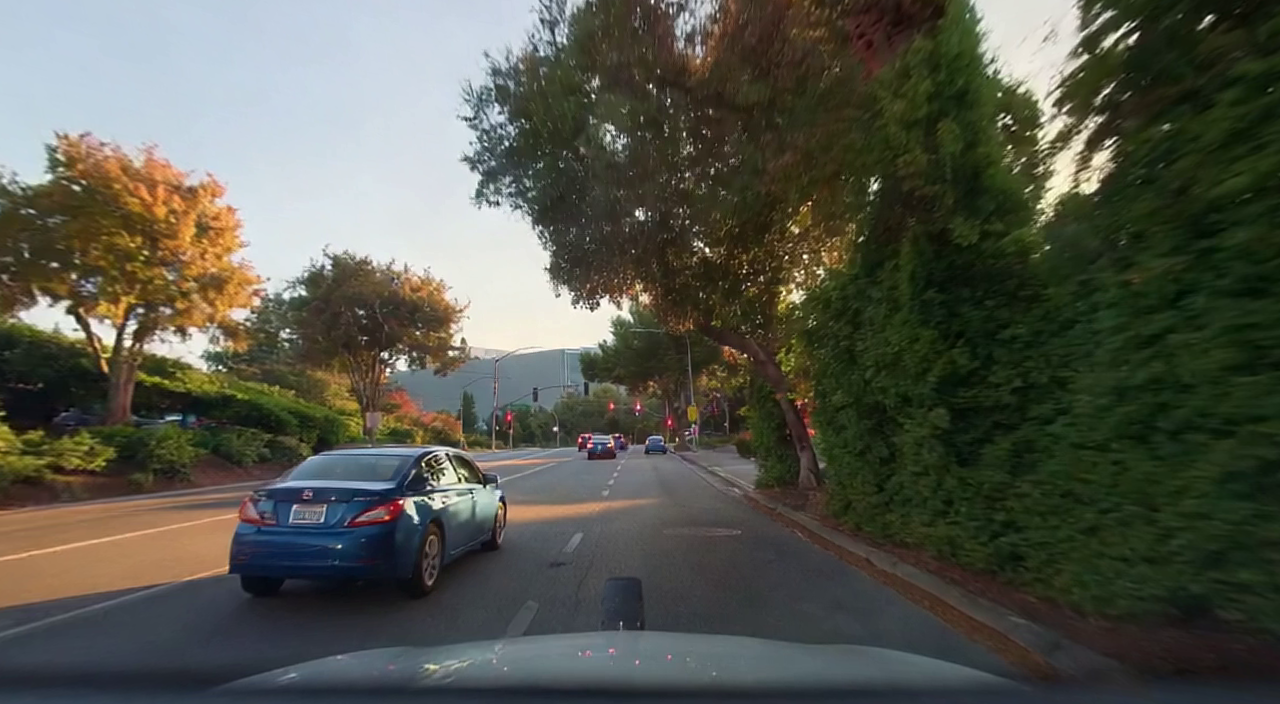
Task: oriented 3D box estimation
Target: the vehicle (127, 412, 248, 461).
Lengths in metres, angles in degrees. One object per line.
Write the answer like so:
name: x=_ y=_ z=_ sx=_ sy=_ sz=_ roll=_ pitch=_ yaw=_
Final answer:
vehicle: x=-33.519 y=6.236 z=46.703 sx=9.036 sy=3.379 sz=2.893 roll=-3 pitch=-9 yaw=25
